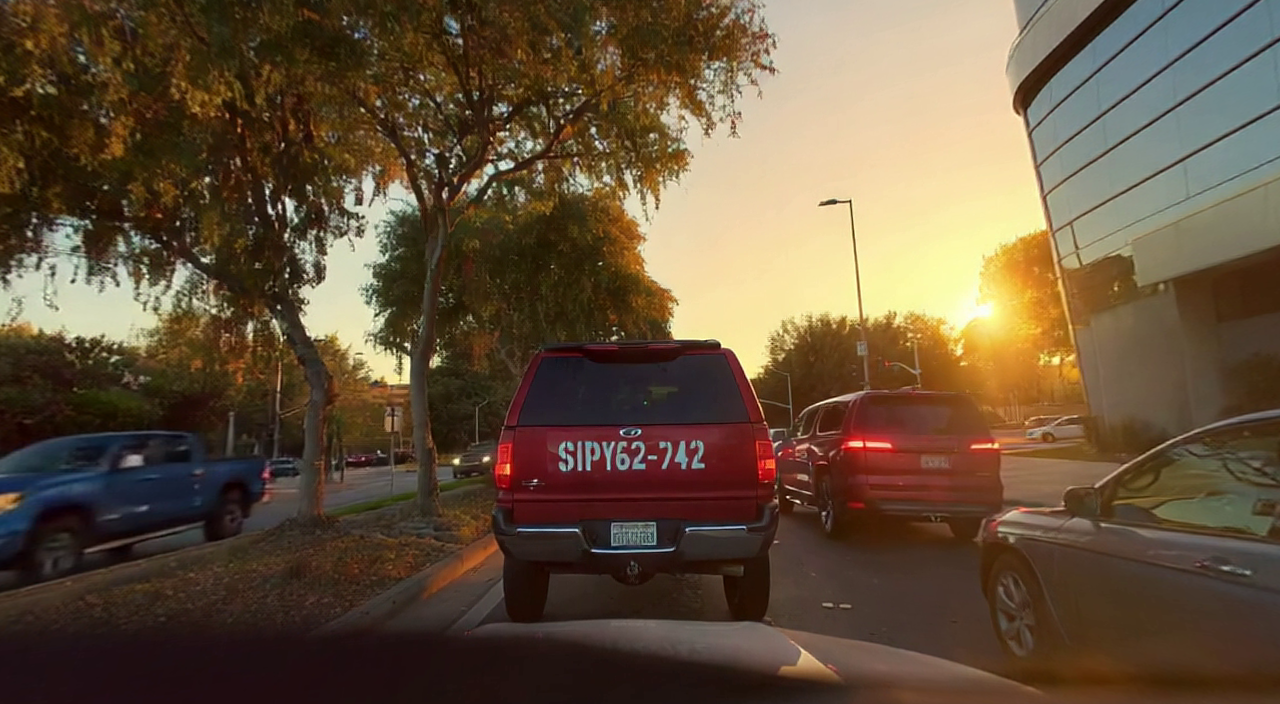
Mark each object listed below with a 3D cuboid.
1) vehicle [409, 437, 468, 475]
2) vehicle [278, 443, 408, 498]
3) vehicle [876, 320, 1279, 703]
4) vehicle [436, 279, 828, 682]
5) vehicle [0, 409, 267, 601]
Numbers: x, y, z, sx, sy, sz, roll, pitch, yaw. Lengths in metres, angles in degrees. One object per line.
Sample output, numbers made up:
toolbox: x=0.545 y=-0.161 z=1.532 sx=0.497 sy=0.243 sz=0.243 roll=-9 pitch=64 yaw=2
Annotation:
vehicle: x=-15.455 y=7.991 z=48.814 sx=2.395 sy=2.745 sz=6.273 roll=0 pitch=-8 yaw=1
vehicle: x=-12.173 y=4.866 z=26.485 sx=2.419 sy=2.018 sz=5.952 roll=0 pitch=-8 yaw=2
vehicle: x=3.080 y=0.987 z=3.466 sx=2.022 sy=1.700 sz=4.410 roll=0 pitch=-8 yaw=3
vehicle: x=0.008 y=1.042 z=5.976 sx=2.267 sy=2.372 sz=4.366 roll=0 pitch=-8 yaw=2
vehicle: x=-8.271 y=2.070 z=9.466 sx=2.136 sy=2.109 sz=5.377 roll=0 pitch=-9 yaw=-2
